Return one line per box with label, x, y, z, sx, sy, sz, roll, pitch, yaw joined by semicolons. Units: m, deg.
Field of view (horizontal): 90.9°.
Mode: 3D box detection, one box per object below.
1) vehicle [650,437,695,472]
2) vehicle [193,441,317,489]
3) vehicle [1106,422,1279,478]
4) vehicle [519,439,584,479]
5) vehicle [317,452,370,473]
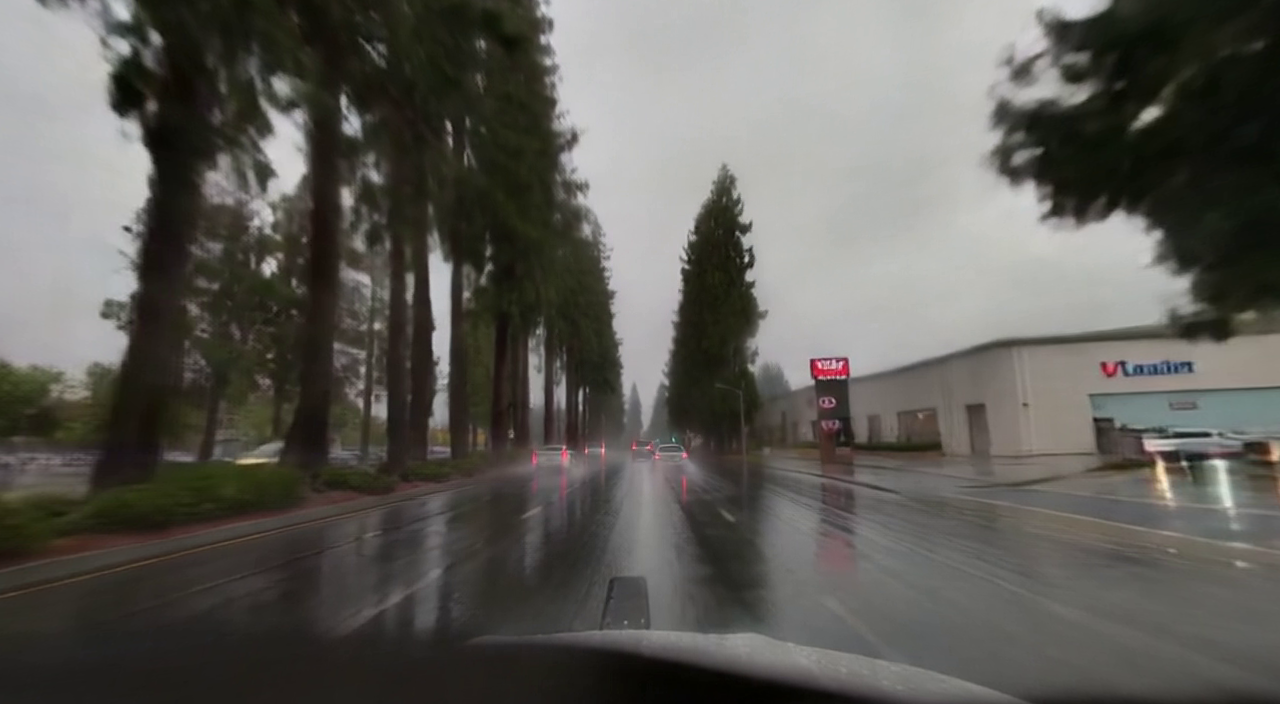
vehicle;1.520;4.986;30.801;1.922;1.579;3.642;0;-8;-2
vehicle;-15.863;4.655;26.368;2.060;1.777;4.860;0;-8;1
vehicle;15.671;2.775;17.942;1.823;1.413;3.884;0;-8;0
vehicle;-3.544;4.361;25.977;1.908;1.481;4.536;0;-8;1
vehicle;-22.624;8.427;48.287;1.905;1.483;4.479;0;-8;0
